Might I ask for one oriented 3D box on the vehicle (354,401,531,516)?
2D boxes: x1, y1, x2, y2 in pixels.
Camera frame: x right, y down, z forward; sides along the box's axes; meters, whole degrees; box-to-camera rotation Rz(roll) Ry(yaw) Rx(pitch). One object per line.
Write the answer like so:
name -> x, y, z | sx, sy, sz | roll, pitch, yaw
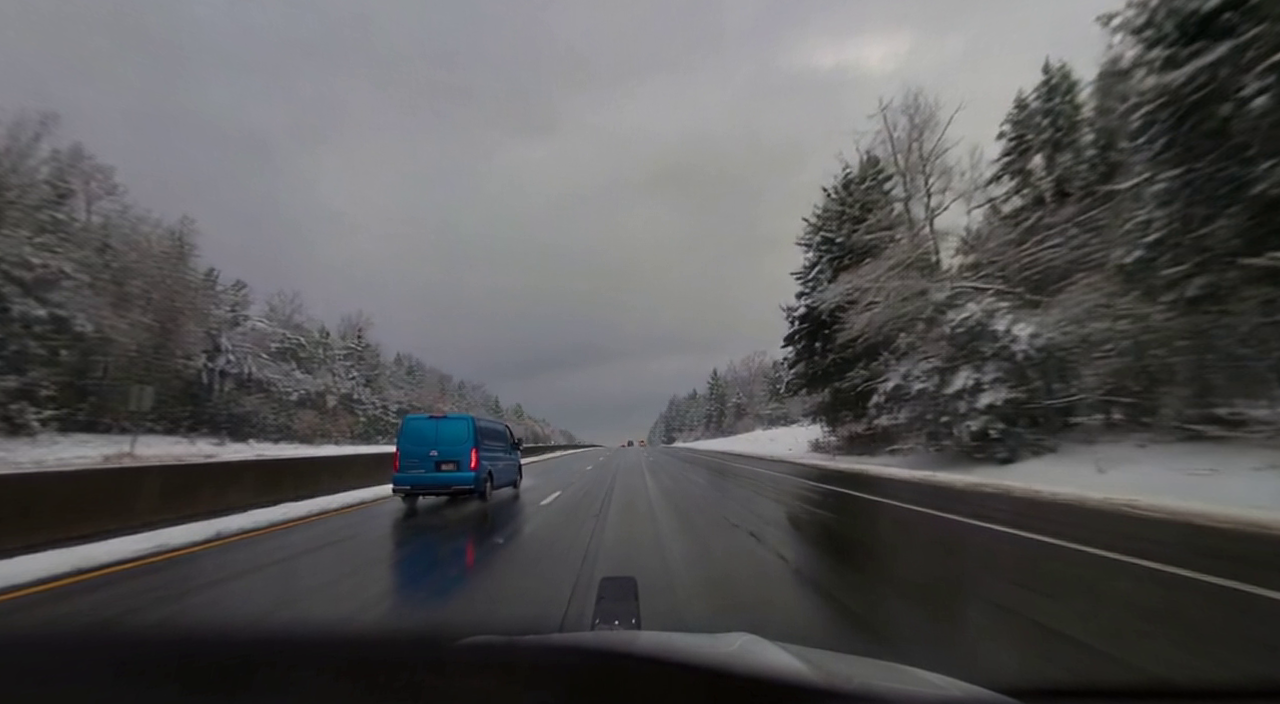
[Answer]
vehicle -> -3.887, 2.199, 13.520 | 2.297, 2.011, 4.736 | 0, -8, 0
